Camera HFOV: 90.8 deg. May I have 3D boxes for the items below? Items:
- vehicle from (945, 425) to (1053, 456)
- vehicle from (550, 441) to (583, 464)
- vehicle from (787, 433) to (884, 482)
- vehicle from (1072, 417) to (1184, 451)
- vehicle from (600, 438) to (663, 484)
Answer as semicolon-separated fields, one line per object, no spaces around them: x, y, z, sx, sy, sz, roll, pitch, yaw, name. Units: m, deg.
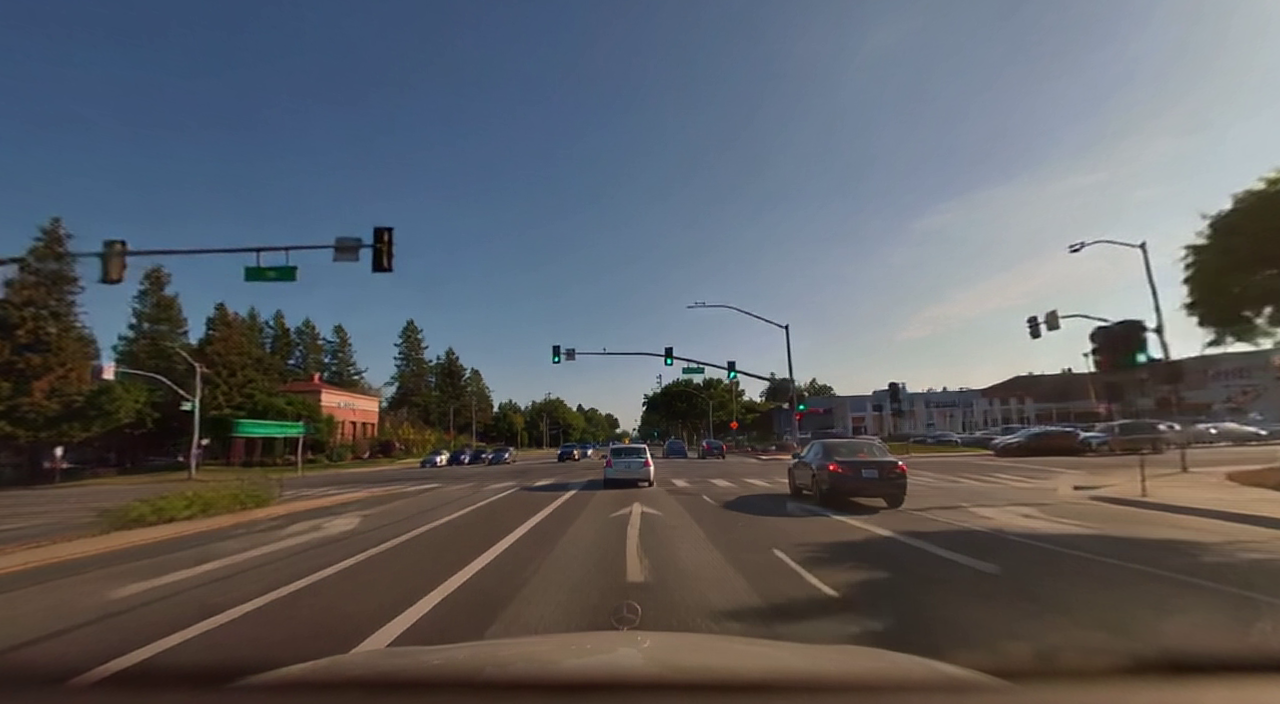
20.034;4.974;35.406;4.796;1.488;1.966;-2;-9;-1;vehicle
-5.584;7.707;48.544;1.990;1.673;4.436;-1;-8;1;vehicle
6.558;3.580;21.743;1.890;1.489;4.396;0;-8;0;vehicle
27.390;4.626;35.533;4.724;1.793;1.777;0;-8;1;vehicle
-0.290;3.823;22.428;2.040;1.451;3.736;0;-8;0;vehicle
